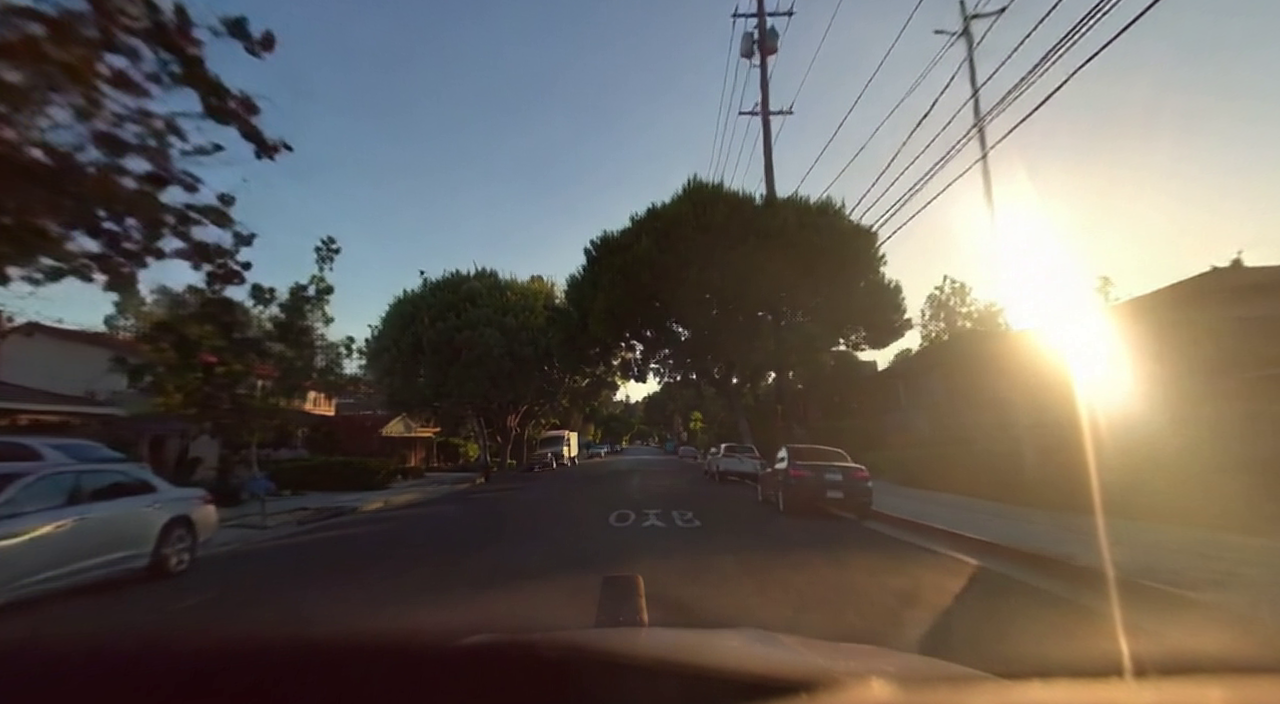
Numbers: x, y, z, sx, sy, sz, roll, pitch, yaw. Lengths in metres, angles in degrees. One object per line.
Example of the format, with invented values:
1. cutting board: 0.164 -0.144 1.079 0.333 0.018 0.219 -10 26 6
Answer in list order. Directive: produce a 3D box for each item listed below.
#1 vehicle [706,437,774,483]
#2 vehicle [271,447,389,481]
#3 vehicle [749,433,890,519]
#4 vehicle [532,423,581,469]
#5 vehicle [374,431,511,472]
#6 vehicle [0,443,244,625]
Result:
1. vehicle: 3.665 4.047 24.032 1.970 1.530 4.899 0 -8 2
2. vehicle: -14.665 5.312 30.103 4.565 1.489 1.950 0 -8 -2
3. vehicle: 3.507 2.475 13.165 1.903 1.500 4.057 0 -8 3
4. vehicle: -5.768 6.610 44.463 2.313 2.875 6.057 -4 -8 2
5. vehicle: -10.523 5.351 34.102 6.540 2.079 2.565 0 -8 1
6. vehicle: -6.549 1.764 6.332 2.062 1.500 4.629 -3 -7 3
